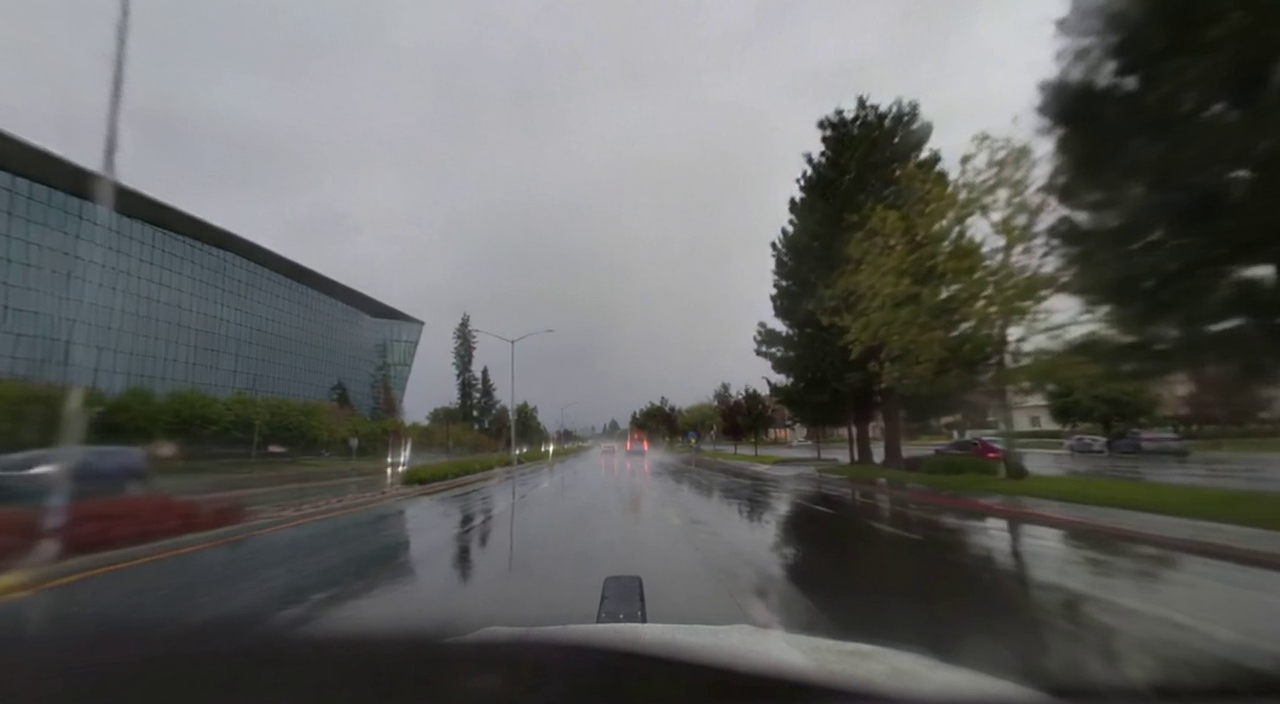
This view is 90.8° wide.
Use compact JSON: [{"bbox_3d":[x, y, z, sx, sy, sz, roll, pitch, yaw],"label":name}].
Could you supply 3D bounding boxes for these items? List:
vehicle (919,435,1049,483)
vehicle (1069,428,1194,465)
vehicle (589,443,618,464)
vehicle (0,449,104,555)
[{"bbox_3d":[12.349,3.856,23.107,2.024,1.575,4.498,0,-8,-3],"label":"vehicle"},{"bbox_3d":[24.715,4.767,31.893,4.463,1.786,2.110,0,-8,-1],"label":"vehicle"},{"bbox_3d":[-2.726,7.545,47.047,2.080,1.445,4.096,0,-8,-3],"label":"vehicle"},{"bbox_3d":[-9.387,1.982,8.295,1.792,1.383,3.360,0,-8,-3],"label":"vehicle"}]
